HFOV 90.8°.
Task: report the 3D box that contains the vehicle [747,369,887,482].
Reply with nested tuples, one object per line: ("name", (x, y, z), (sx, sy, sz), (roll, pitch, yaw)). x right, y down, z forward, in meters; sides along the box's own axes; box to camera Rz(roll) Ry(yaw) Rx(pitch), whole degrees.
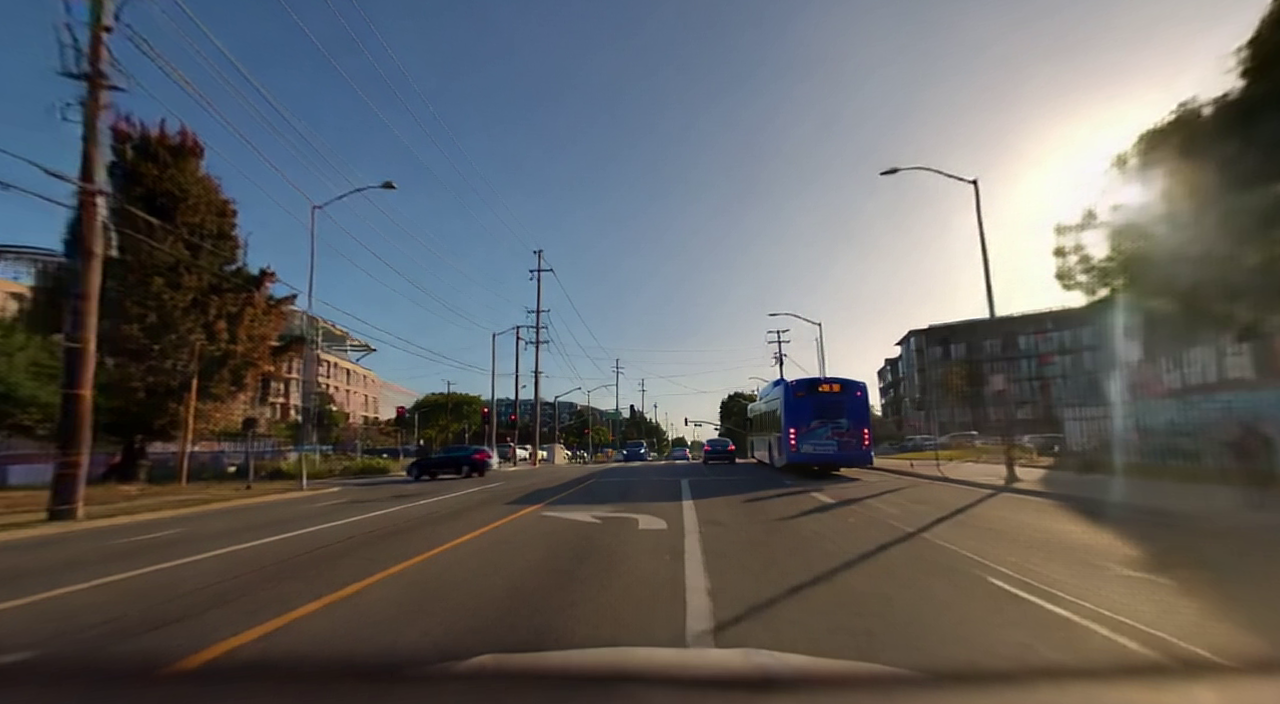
("vehicle", (6.497, 3.166, 25.815), (3.045, 3.447, 12.604), (-1, -8, 4))

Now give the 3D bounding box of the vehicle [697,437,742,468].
("vehicle", (3.972, 5.093, 32.183), (1.961, 1.470, 4.196), (-1, -8, 3))

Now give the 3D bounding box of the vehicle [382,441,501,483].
("vehicle", (-8.043, 4.404, 25.622), (4.420, 1.544, 2.018), (-5, -9, 27))
